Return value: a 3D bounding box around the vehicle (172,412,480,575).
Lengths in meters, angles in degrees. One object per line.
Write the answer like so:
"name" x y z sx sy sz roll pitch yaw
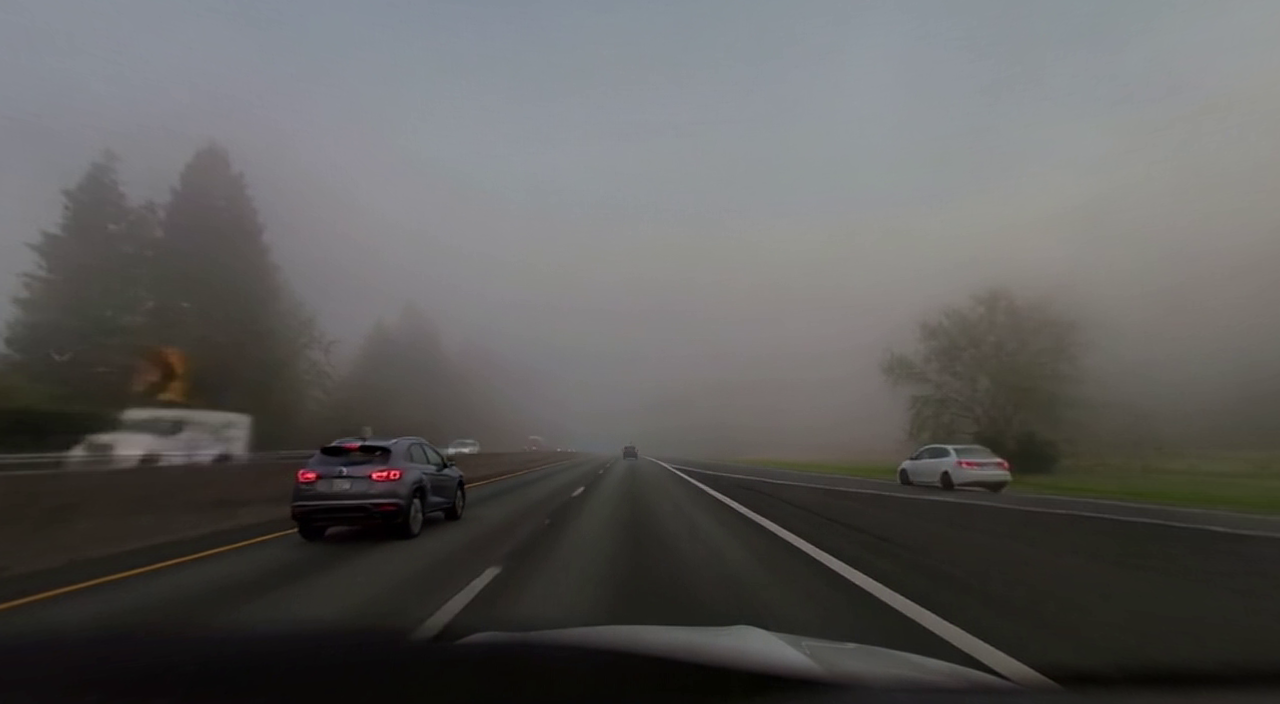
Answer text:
"vehicle" -3.934 1.854 9.006 2.111 1.717 4.426 0 -9 0

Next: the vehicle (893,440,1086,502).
"vehicle" 10.070 3.426 18.649 2.117 1.558 4.736 2 -9 -18
